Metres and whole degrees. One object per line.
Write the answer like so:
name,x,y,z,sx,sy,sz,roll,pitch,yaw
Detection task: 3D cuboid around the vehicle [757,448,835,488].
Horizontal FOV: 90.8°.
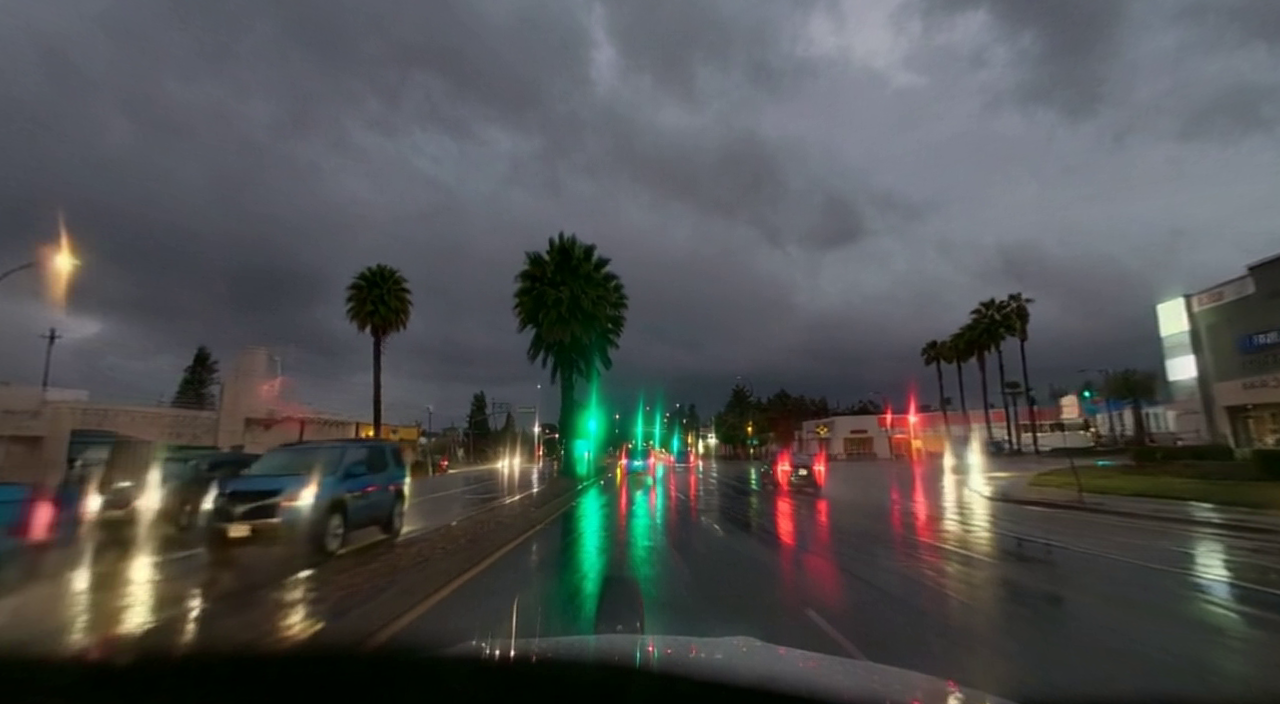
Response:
vehicle,6.204,4.639,25.699,1.944,1.447,4.309,0,-9,-2

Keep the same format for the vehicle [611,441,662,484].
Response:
vehicle,-0.176,4.948,28.574,2.151,1.787,4.109,0,-9,-1

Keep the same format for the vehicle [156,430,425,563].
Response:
vehicle,-5.361,2.238,10.572,2.016,1.711,4.387,0,-9,-1

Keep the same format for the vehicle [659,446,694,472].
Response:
vehicle,2.543,7.540,44.752,2.112,1.710,4.234,0,-9,-2
